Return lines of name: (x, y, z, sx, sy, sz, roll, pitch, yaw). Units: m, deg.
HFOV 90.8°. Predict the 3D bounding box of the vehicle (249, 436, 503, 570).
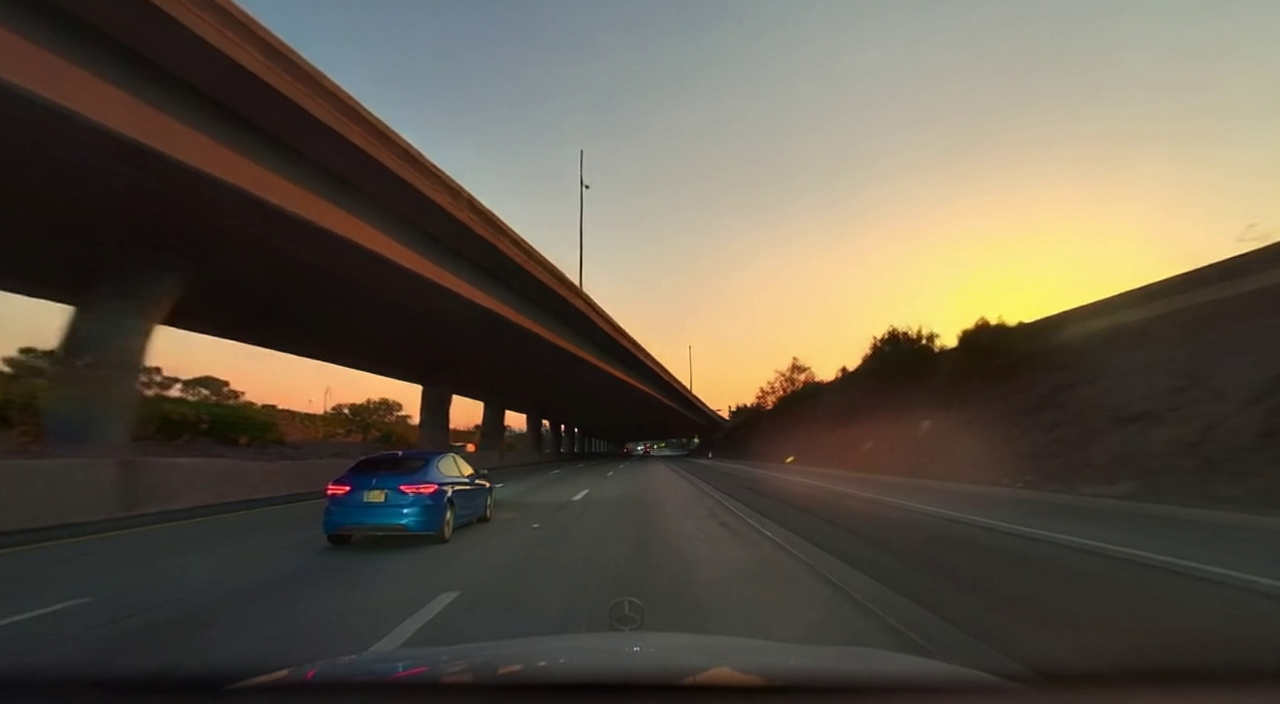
vehicle: (-3.371, 1.985, 9.003, 1.935, 1.479, 3.787, 0, -9, 1)
